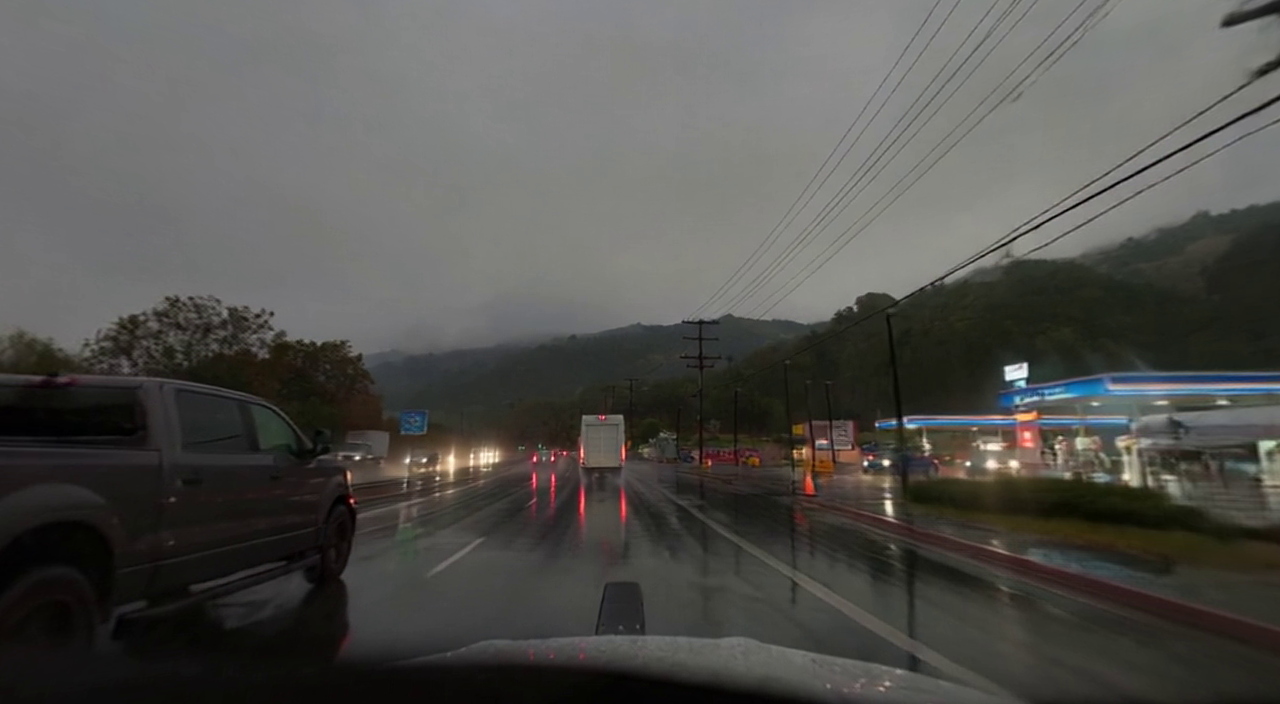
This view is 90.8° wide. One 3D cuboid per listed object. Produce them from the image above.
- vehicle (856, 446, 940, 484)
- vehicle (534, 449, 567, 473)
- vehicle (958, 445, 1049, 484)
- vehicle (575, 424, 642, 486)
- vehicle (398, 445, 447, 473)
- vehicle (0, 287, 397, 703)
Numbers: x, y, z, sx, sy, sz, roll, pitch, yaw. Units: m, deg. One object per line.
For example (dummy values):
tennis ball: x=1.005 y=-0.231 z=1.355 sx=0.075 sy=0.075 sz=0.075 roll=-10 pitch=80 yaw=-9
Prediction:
vehicle: x=14.230 y=6.111 z=34.689 sx=5.331 sy=1.917 sz=2.166 roll=8 pitch=-12 yaw=-42
vehicle: x=-6.027 y=7.370 z=43.026 sx=1.972 sy=1.496 sz=4.150 roll=1 pitch=-9 yaw=-5
vehicle: x=19.010 y=5.813 z=32.938 sx=5.424 sy=1.844 sz=2.255 roll=7 pitch=-11 yaw=-40
vehicle: x=-1.311 y=4.254 z=26.264 sx=2.486 sy=2.280 sz=5.291 roll=0 pitch=-9 yaw=-3
vehicle: x=-15.514 y=7.667 z=45.417 sx=2.094 sy=1.872 sz=5.085 roll=1 pitch=-9 yaw=-5
vehicle: x=-3.953 y=0.991 z=4.385 sx=2.345 sy=2.012 sz=5.693 roll=0 pitch=-9 yaw=-1
